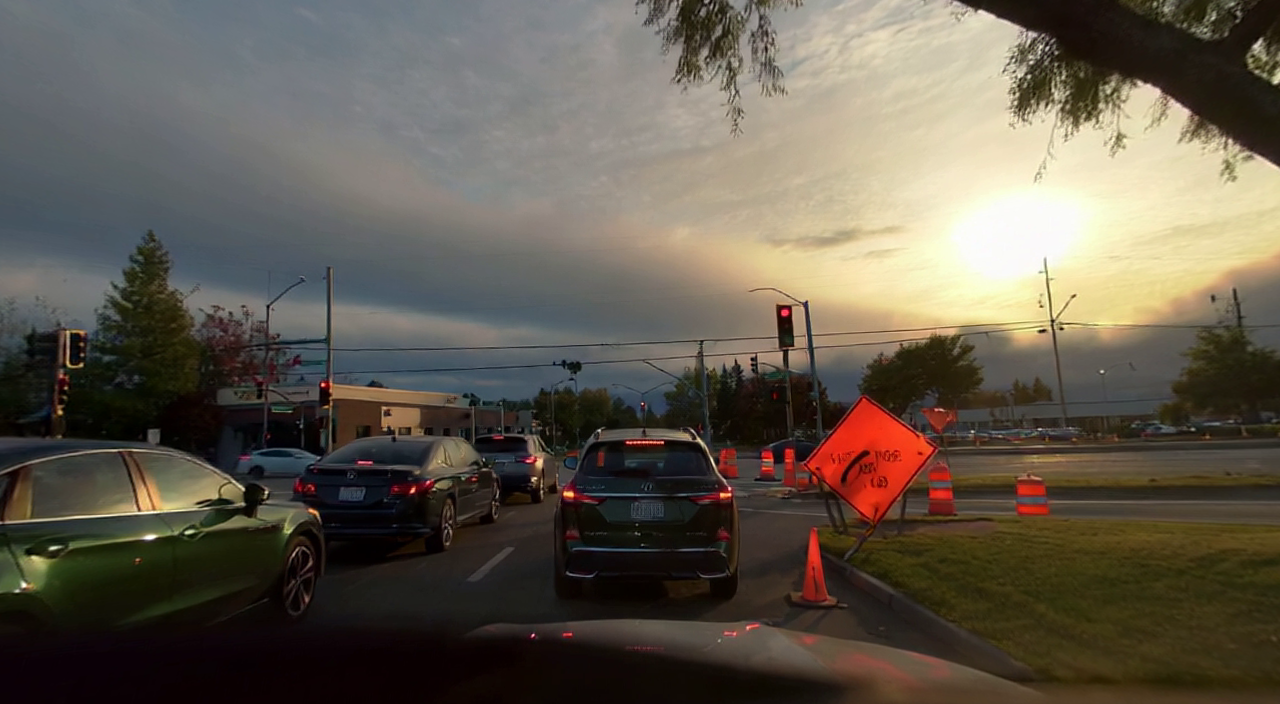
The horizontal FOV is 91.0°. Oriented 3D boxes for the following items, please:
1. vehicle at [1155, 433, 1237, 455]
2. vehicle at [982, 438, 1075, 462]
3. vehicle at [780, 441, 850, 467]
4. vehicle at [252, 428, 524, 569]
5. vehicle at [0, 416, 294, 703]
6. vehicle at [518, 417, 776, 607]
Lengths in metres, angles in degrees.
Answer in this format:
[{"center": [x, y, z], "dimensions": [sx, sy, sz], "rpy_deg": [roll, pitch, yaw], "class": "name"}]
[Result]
[{"center": [44.087, 7.288, 49.947], "dimensions": [4.672, 1.676, 1.867], "rpy_deg": [0, -9, 0], "class": "vehicle"}, {"center": [25.229, 6.380, 41.004], "dimensions": [4.807, 1.504, 1.837], "rpy_deg": [0, -9, 2], "class": "vehicle"}, {"center": [11.289, 6.609, 40.811], "dimensions": [4.051, 1.583, 1.794], "rpy_deg": [0, -9, 1], "class": "vehicle"}, {"center": [-3.275, 2.001, 9.446], "dimensions": [1.989, 1.541, 4.626], "rpy_deg": [0, -9, 2], "class": "vehicle"}, {"center": [-3.599, 0.948, 2.164], "dimensions": [2.064, 1.497, 4.722], "rpy_deg": [0, -9, 1], "class": "vehicle"}, {"center": [0.102, 1.625, 7.213], "dimensions": [2.167, 1.560, 3.676], "rpy_deg": [0, -9, 1], "class": "vehicle"}]
